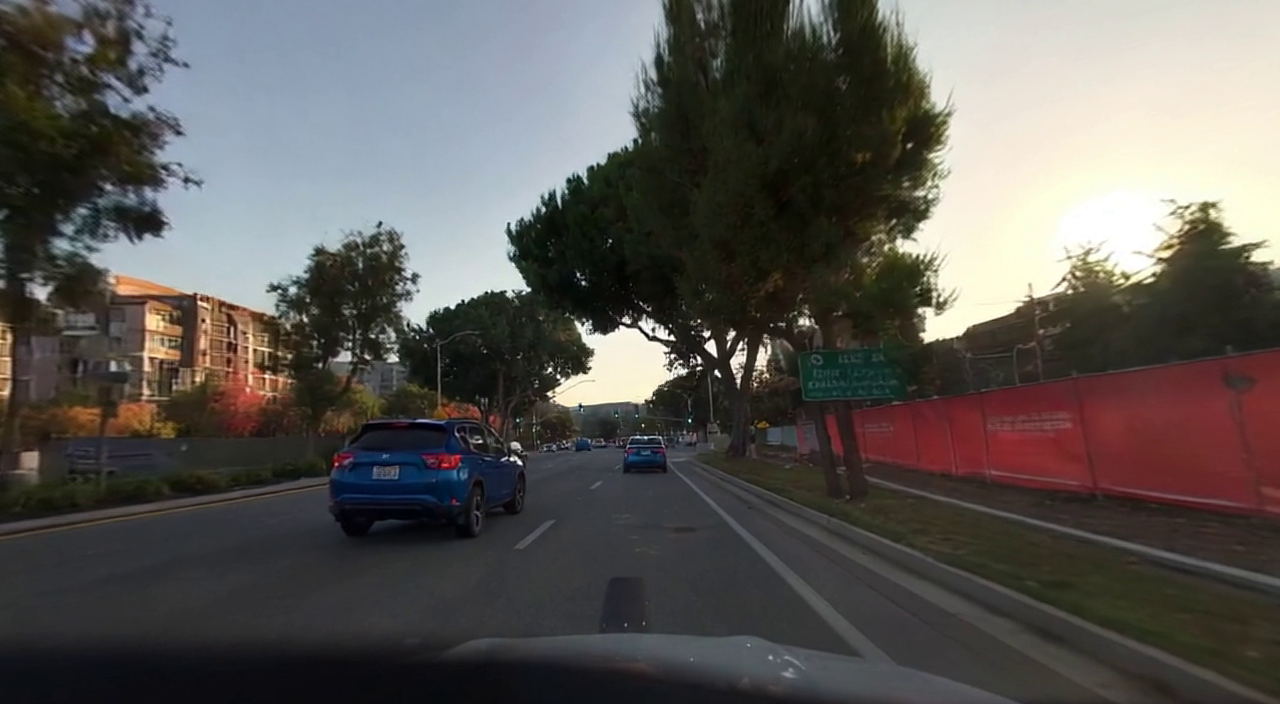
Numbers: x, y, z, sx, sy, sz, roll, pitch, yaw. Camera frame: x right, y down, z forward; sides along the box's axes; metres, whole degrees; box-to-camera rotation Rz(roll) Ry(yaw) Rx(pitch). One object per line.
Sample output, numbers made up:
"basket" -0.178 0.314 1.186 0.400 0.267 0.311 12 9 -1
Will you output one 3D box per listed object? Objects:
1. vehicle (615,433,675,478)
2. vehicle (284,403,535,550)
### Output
"vehicle" 0.132 4.133 25.378 2.227 1.654 4.091 0 -9 -1
"vehicle" -3.312 1.928 10.451 2.157 1.824 4.986 0 -9 1
